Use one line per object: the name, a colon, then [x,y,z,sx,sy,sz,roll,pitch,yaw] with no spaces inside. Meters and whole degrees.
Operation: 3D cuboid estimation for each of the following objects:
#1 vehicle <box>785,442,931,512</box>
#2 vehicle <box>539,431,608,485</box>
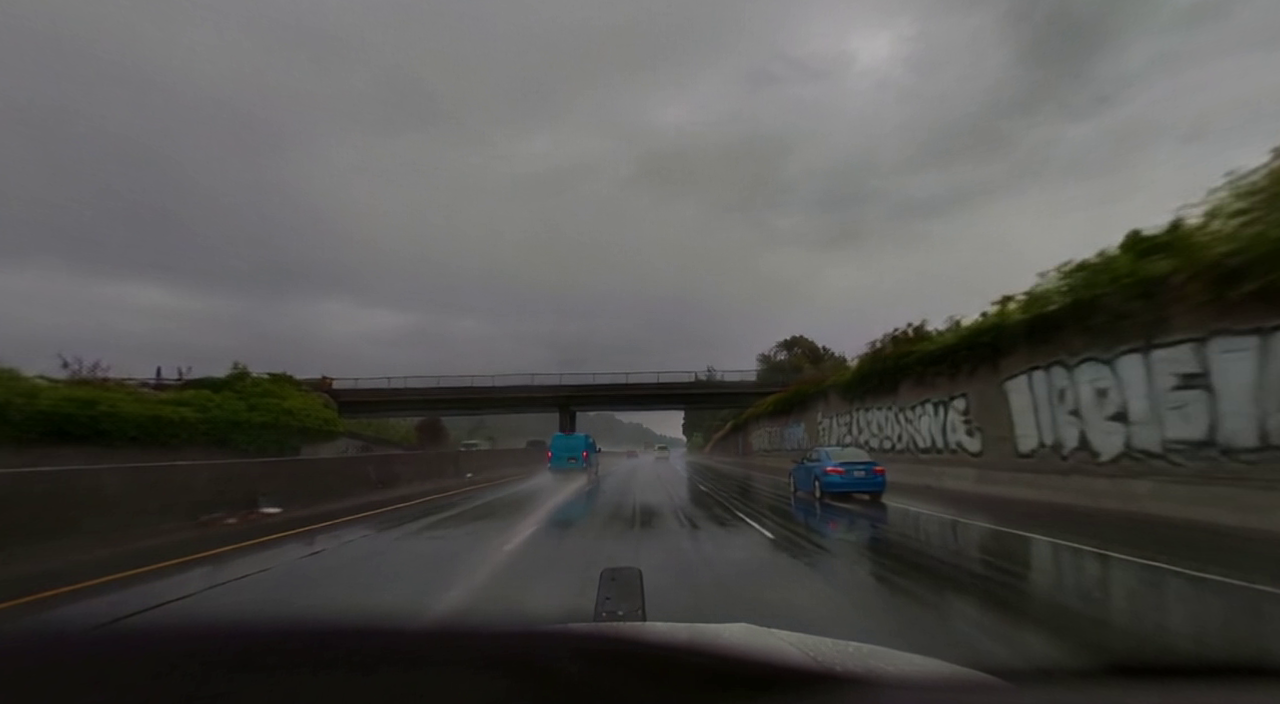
vehicle: [5.237,3.043,15.942,1.972,1.492,4.623,0,-9,-1]
vehicle: [-2.669,4.441,26.749,2.310,2.030,5.094,0,-9,1]
